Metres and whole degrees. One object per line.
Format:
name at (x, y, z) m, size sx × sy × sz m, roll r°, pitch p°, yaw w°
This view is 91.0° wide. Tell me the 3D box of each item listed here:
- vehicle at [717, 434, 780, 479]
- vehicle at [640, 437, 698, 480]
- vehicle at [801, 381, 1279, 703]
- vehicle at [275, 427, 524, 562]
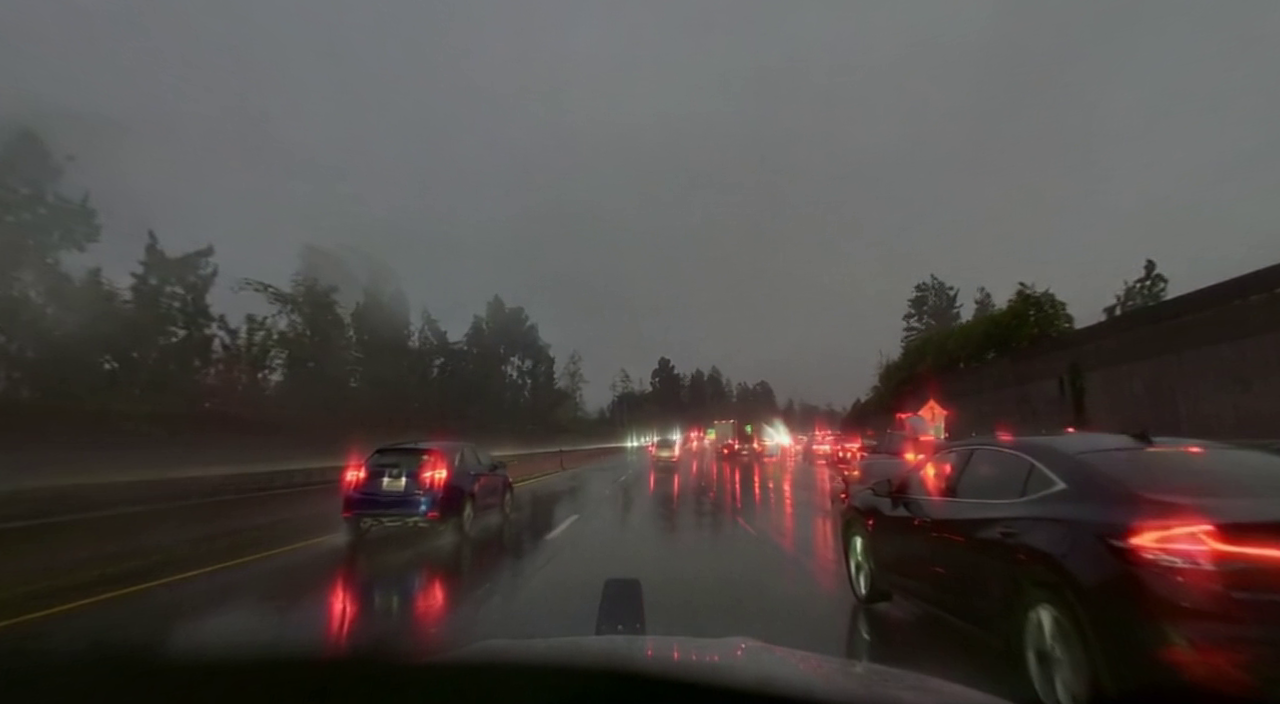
vehicle at (4.391, 4.301, 26.148) m, size 2.076 × 1.684 × 4.241 m, roll 0°, pitch -9°, yaw 3°
vehicle at (1.187, 4.327, 25.792) m, size 2.201 × 1.614 × 3.803 m, roll -1°, pitch -9°, yaw 3°
vehicle at (2.608, 1.165, 3.907) m, size 2.009 × 1.489 × 4.559 m, roll 0°, pitch -9°, yaw 0°
vehicle at (-3.219, 2.007, 9.621) m, size 1.937 × 1.558 × 4.469 m, roll 0°, pitch -9°, yaw 1°
